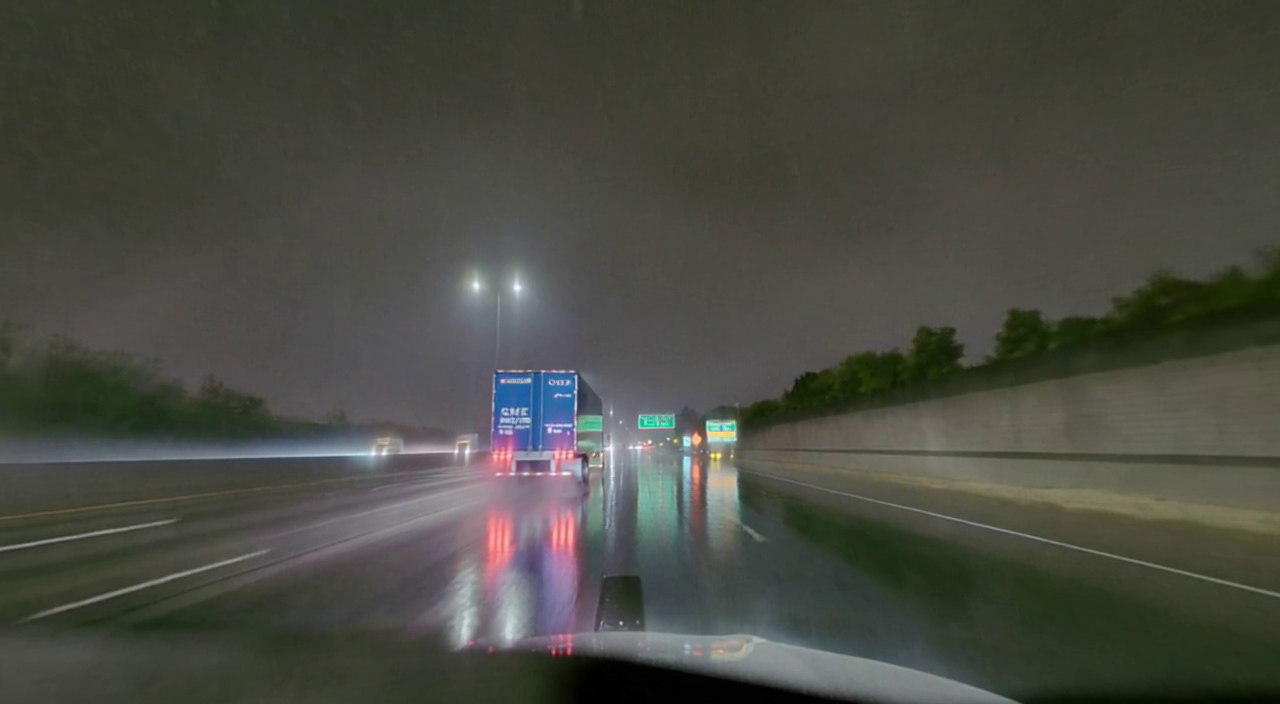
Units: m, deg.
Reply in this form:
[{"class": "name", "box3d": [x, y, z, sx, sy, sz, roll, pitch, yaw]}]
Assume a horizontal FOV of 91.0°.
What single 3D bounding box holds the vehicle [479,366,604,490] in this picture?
[{"class": "vehicle", "box3d": [-3.460, 3.258, 25.709, 3.059, 3.956, 11.036, 0, -9, 1]}]
